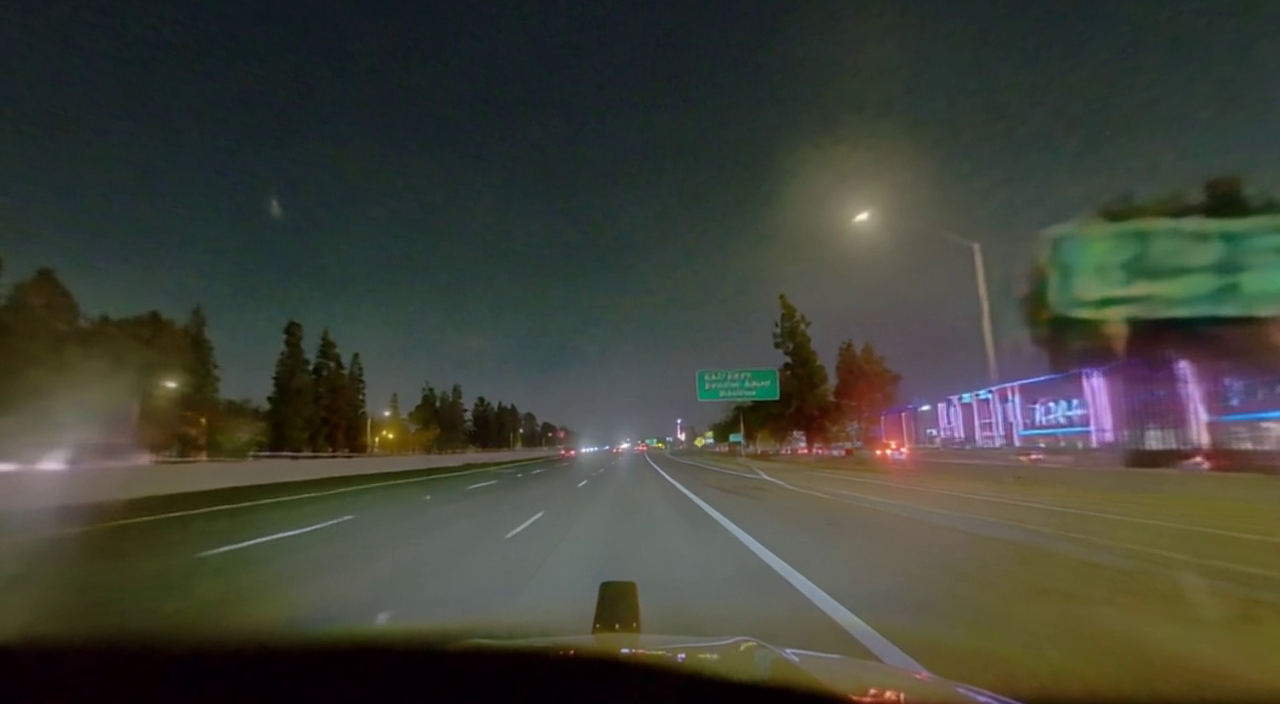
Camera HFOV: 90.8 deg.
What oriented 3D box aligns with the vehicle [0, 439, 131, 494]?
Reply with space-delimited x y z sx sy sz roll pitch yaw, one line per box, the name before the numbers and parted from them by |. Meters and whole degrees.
vehicle | -22.090 4.167 23.359 2.240 1.796 5.110 0 -9 0
